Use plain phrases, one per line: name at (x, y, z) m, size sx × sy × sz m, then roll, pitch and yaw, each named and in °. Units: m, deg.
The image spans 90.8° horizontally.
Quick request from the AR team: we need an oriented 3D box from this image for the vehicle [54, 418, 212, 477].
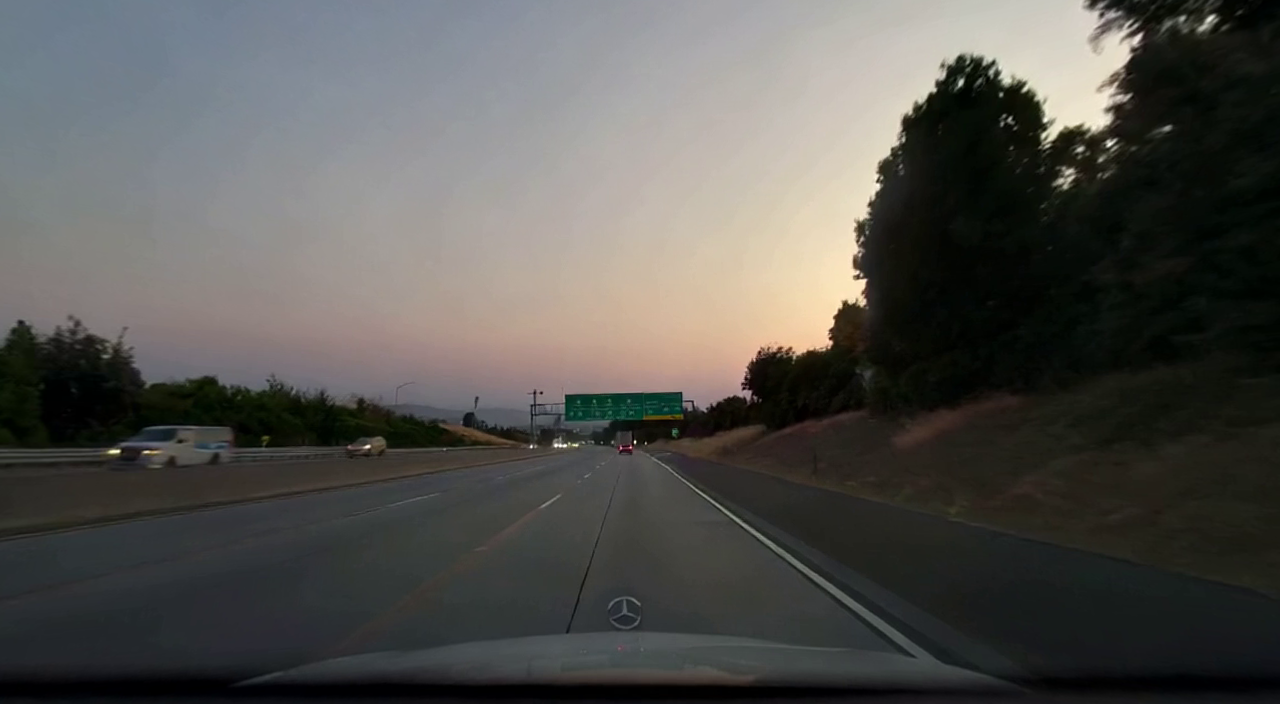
vehicle at (-25.242, 4.825, 31.974) m, size 2.224 × 2.634 × 6.930 m, roll 0°, pitch -9°, yaw -1°
